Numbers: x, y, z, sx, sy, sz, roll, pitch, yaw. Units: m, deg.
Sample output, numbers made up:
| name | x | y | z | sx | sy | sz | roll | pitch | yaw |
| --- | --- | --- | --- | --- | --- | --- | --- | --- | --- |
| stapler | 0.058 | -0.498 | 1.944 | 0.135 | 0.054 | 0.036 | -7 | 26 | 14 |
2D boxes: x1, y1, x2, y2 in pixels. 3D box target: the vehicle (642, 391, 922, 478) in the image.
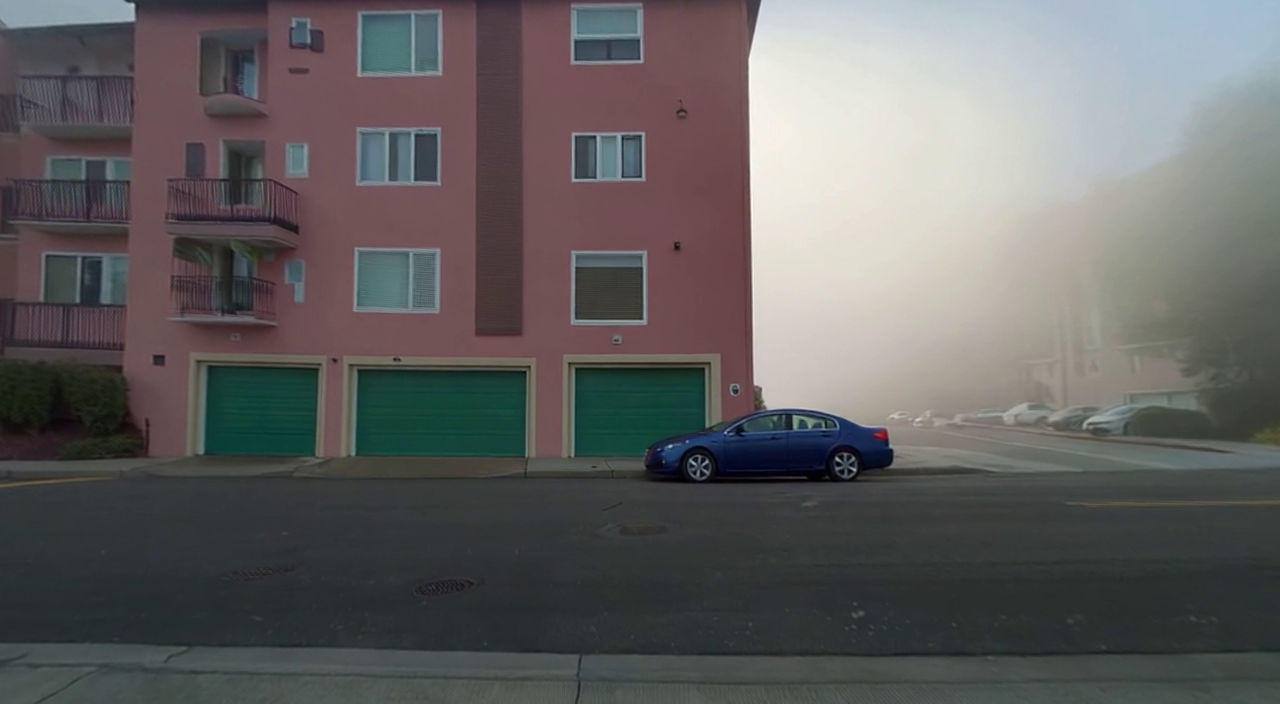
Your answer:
| name | x | y | z | sx | sy | sz | roll | pitch | yaw |
| --- | --- | --- | --- | --- | --- | --- | --- | --- | --- |
| vehicle | 2.400 | 1.529 | 11.631 | 4.697 | 1.444 | 1.825 | 0 | -8 | 0 |

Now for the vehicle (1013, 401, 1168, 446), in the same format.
| name | x | y | z | sx | sy | sz | roll | pitch | yaw |
| --- | --- | --- | --- | --- | --- | --- | --- | --- | --- |
| vehicle | 15.813 | 2.565 | 22.325 | 3.905 | 1.475 | 2.057 | 0 | -8 | -1 |
